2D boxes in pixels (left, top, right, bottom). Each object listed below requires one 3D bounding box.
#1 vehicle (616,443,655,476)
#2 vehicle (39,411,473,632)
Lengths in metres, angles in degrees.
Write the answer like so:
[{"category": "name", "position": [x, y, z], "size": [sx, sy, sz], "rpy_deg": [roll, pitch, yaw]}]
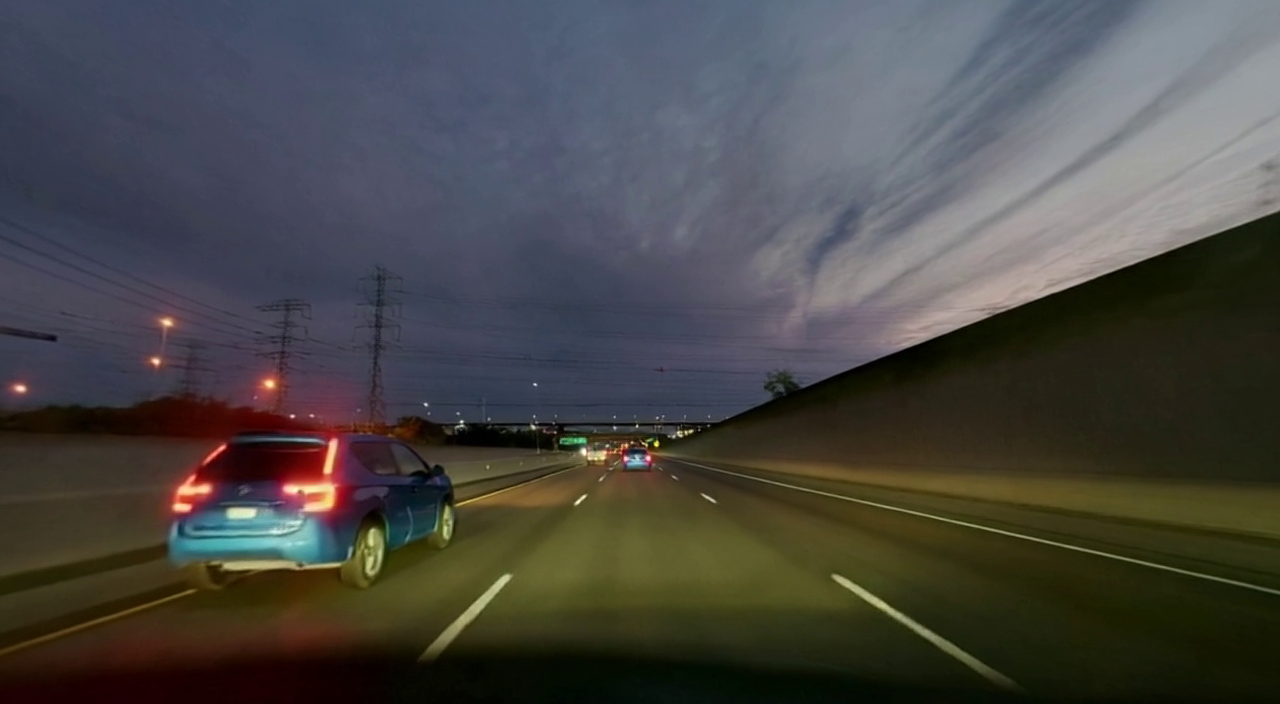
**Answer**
[{"category": "vehicle", "position": [-0.252, 5.765, 33.722], "size": [2.004, 1.615, 4.113], "rpy_deg": [0, -9, -1]}, {"category": "vehicle", "position": [-3.272, 1.514, 6.518], "size": [1.987, 1.548, 3.981], "rpy_deg": [0, -9, -1]}]
